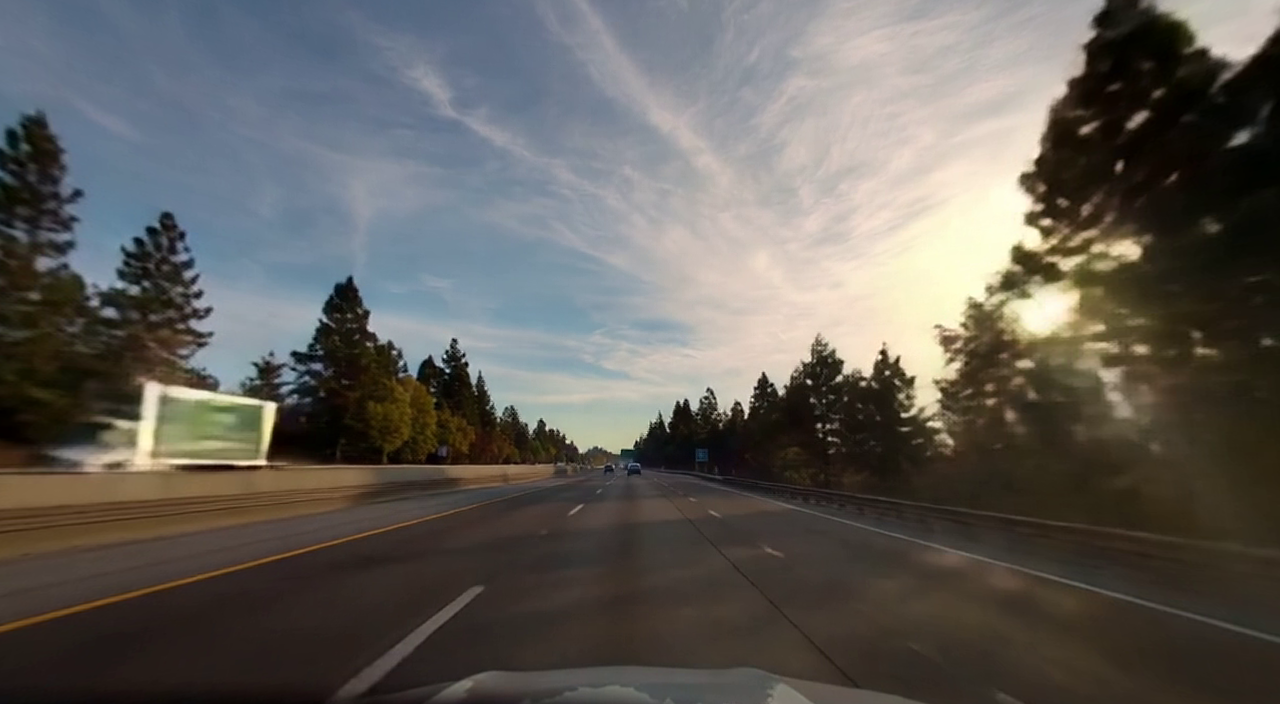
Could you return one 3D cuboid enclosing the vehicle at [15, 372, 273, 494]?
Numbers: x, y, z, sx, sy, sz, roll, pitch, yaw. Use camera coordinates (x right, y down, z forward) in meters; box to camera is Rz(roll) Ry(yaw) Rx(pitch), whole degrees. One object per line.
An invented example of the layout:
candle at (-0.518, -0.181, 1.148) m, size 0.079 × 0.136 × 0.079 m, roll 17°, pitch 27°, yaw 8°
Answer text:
vehicle at (-16.275, 2.967, 21.708) m, size 2.653 × 3.441 × 7.431 m, roll 1°, pitch -10°, yaw 0°
